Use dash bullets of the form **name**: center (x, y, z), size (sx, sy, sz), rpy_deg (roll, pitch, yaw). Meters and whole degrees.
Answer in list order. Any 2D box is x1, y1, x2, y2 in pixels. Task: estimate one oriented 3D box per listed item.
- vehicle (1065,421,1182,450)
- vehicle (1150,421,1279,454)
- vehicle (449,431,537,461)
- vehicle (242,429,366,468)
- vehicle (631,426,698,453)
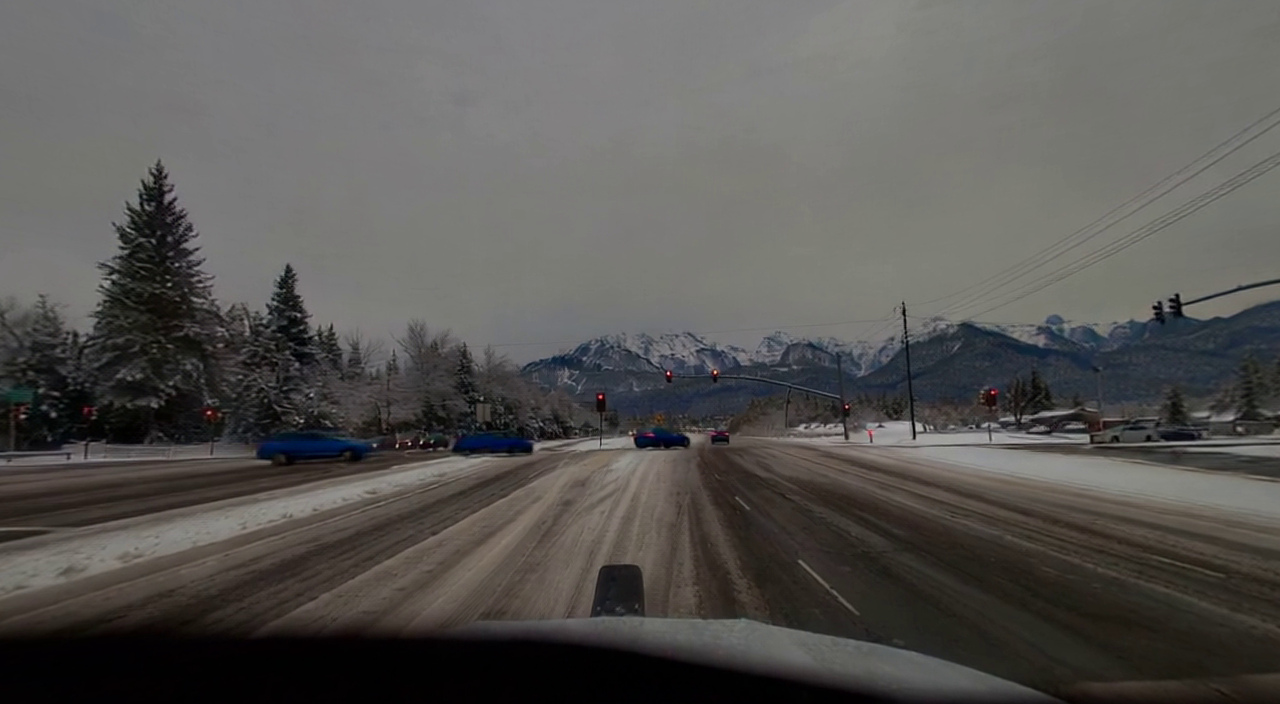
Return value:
- **vehicle**: center (28.360, 4.928, 37.217), size (5.100, 1.680, 2.055), rpy_deg (0, -8, 2)
- **vehicle**: center (27.305, 4.035, 29.801), size (4.778, 1.495, 1.959), rpy_deg (0, -8, 0)
- **vehicle**: center (-7.979, 5.084, 34.316), size (4.218, 1.542, 2.044), rpy_deg (4, -9, -28)
- **vehicle**: center (-16.013, 4.636, 30.415), size (4.812, 1.735, 2.105), rpy_deg (2, -9, -15)
- **vehicle**: center (1.813, 6.197, 44.682), size (2.246, 1.805, 5.228), rpy_deg (-6, -10, 35)
